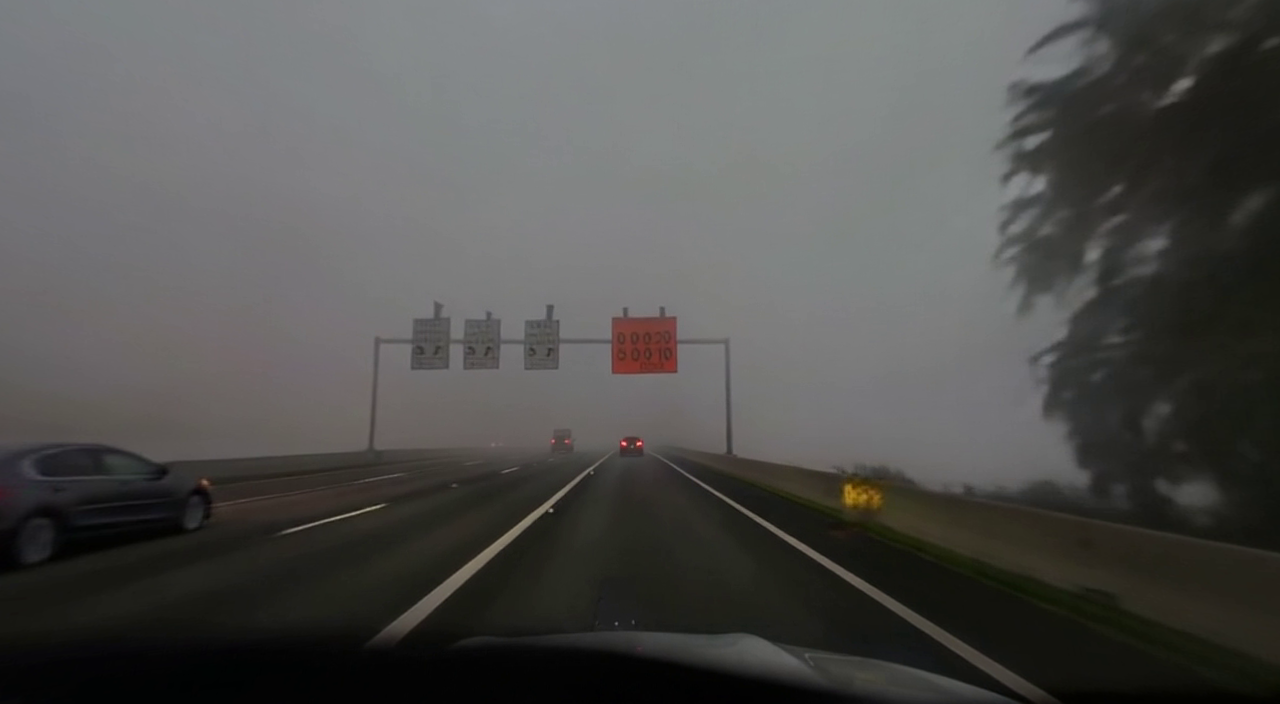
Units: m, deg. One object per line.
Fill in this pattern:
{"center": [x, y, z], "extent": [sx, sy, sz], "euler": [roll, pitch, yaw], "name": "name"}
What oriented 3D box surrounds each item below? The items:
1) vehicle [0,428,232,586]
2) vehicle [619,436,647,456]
{"center": [-7.138, 1.646, 7.112], "extent": [1.939, 1.504, 4.727], "euler": [-1, -8, -1], "name": "vehicle"}
{"center": [-0.571, 7.195, 48.088], "extent": [2.072, 1.440, 3.690], "euler": [0, -8, -1], "name": "vehicle"}
